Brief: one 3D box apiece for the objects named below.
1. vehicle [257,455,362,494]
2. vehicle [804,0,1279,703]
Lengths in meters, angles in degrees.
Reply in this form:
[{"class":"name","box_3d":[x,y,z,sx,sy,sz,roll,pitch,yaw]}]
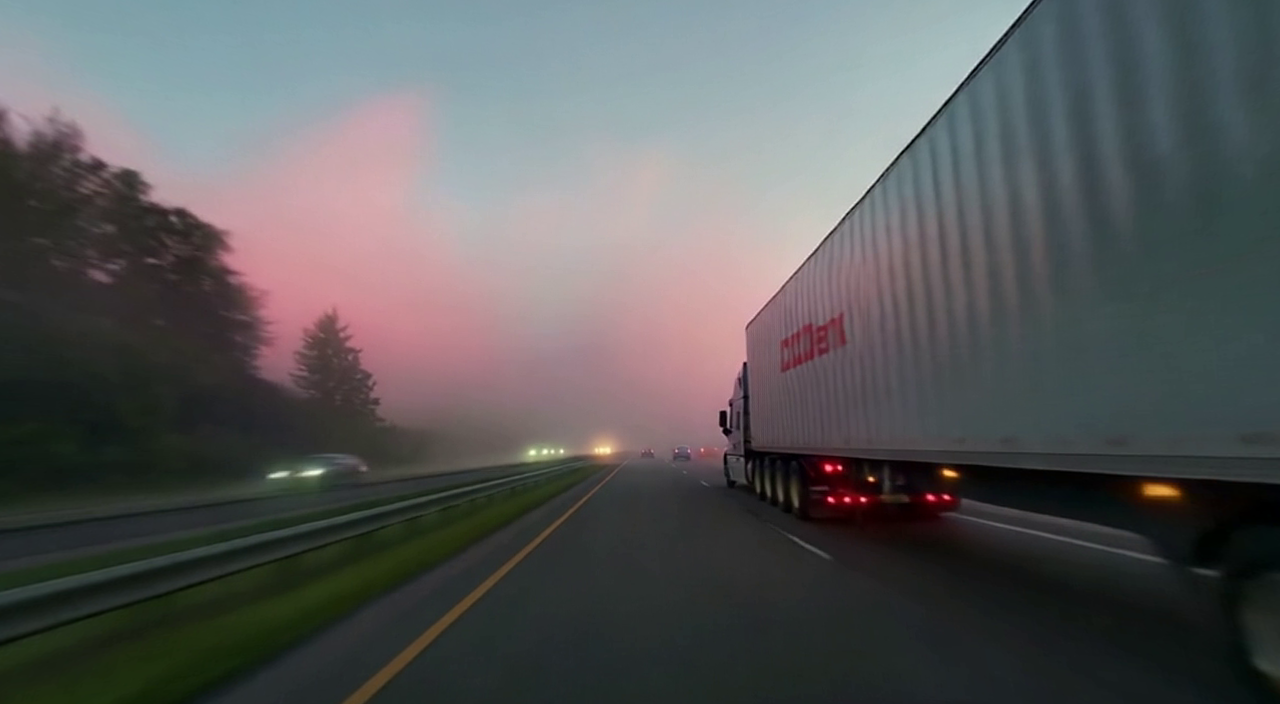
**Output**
[{"class":"vehicle","box_3d":[-13.011,4.824,24.997,1.893,1.381,4.130,-1,-9,1]},{"class":"vehicle","box_3d":[3.890,-0.075,4.105,3.025,4.010,9.542,0,-9,0]}]
